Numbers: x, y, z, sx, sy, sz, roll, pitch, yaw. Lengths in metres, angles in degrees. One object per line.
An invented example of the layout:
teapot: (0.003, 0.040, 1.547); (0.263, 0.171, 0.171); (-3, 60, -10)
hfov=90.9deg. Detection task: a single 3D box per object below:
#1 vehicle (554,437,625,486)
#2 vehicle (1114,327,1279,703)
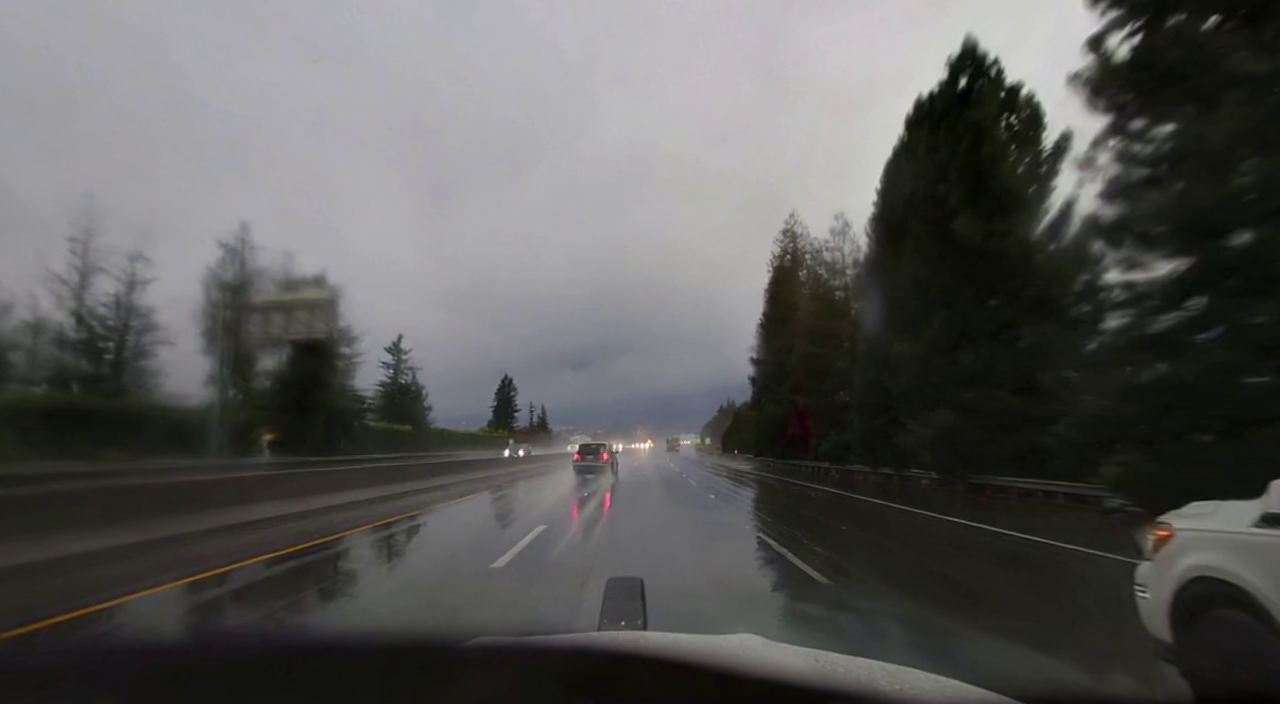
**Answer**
vehicle: (-1.790, 4.135, 24.068); (2.231, 1.652, 4.503); (0, -9, 2)
vehicle: (3.668, 0.557, 1.066); (2.166, 1.756, 4.538); (0, -9, 0)
